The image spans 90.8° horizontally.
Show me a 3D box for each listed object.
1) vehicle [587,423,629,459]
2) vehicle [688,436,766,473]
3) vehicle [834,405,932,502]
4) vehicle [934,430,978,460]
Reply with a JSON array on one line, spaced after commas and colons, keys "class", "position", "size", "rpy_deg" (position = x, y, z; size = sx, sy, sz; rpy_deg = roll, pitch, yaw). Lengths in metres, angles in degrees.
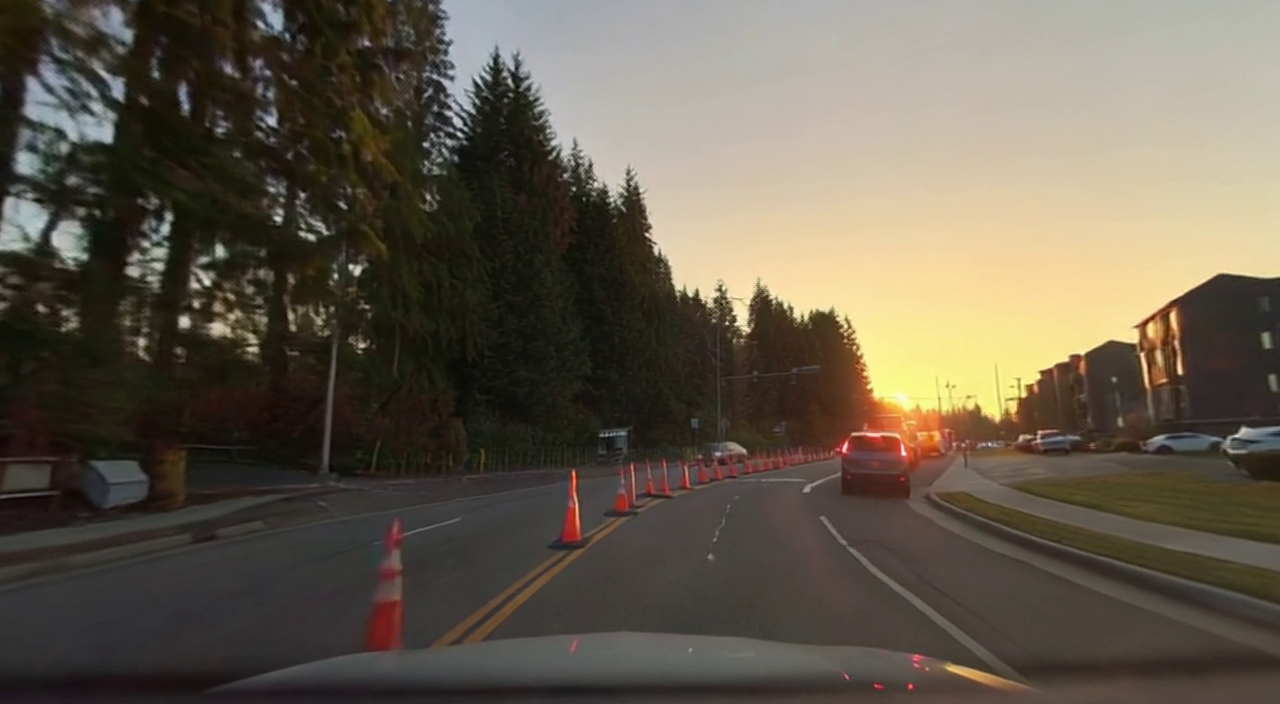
[{"class": "vehicle", "position": [-2.338, 6.565, 46.699], "size": [2.665, 2.465, 1.532], "rpy_deg": [2, -5, 11]}, {"class": "vehicle", "position": [3.837, 4.357, 27.194], "size": [1.933, 1.428, 4.449], "rpy_deg": [-4, -9, 27]}, {"class": "vehicle", "position": [6.177, 2.565, 16.413], "size": [1.913, 2.241, 3.024], "rpy_deg": [-3, -7, 14]}, {"class": "vehicle", "position": [20.199, 5.888, 40.266], "size": [2.030, 1.774, 3.884], "rpy_deg": [-5, -9, 31]}]
